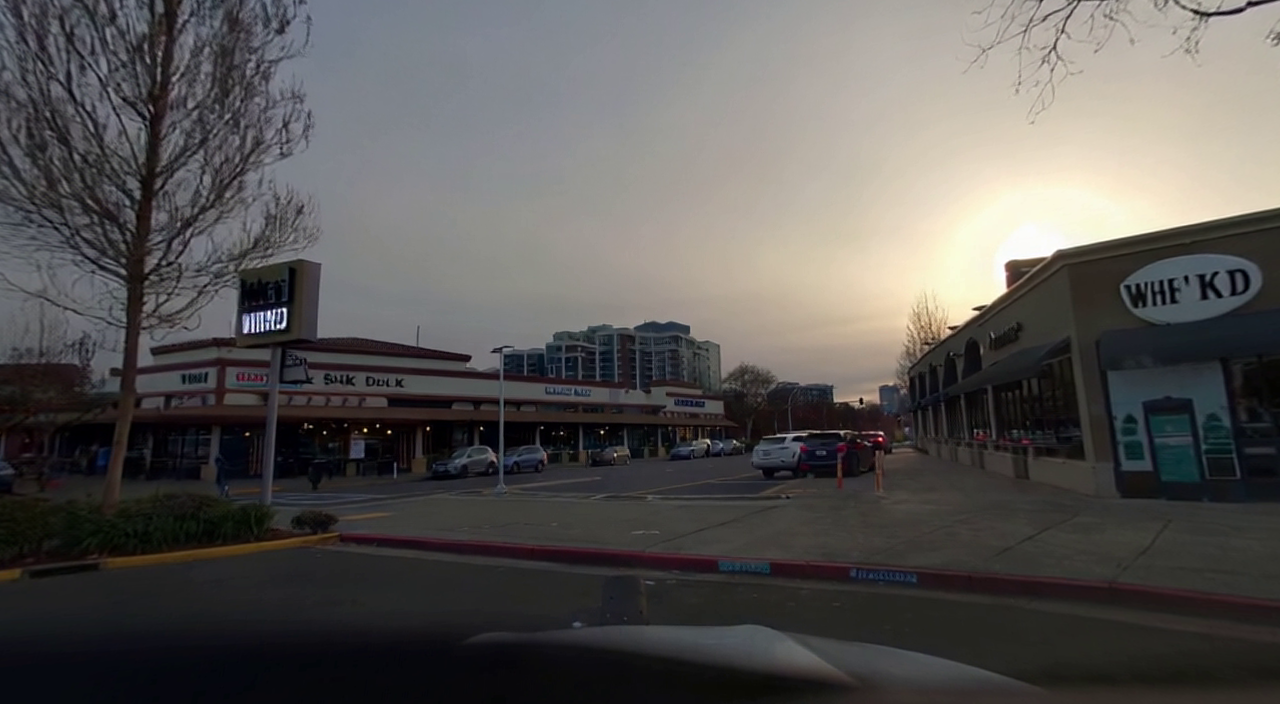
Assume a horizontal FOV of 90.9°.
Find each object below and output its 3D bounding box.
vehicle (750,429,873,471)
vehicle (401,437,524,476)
[{"bbox_3d":[7.290,4.168,26.834,4.706,1.663,1.993,-4,-9,25],"label":"vehicle"},{"bbox_3d":[-7.768,4.601,27.761,4.814,1.618,1.869,-2,-9,11],"label":"vehicle"}]
